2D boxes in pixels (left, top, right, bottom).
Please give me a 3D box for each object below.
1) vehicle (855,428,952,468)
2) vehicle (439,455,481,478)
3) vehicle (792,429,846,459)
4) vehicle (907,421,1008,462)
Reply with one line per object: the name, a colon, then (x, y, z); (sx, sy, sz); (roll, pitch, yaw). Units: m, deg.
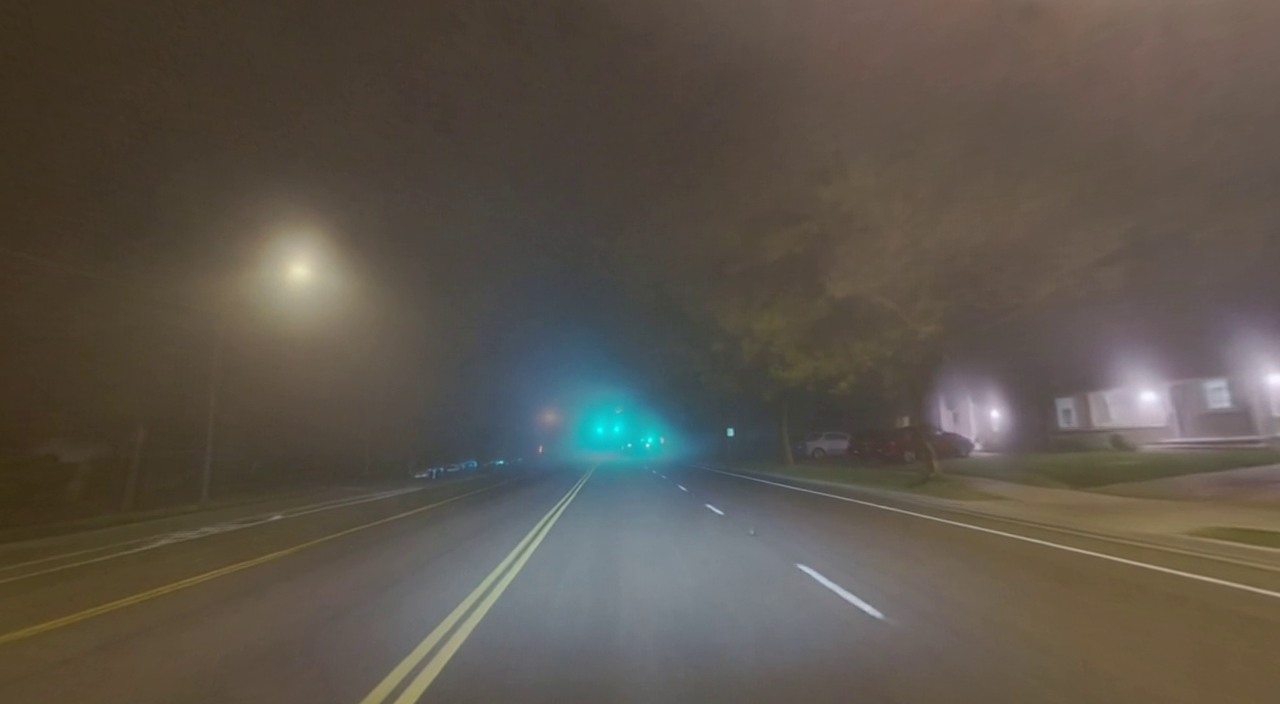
vehicle: (10.492, 3.881, 25.618); (1.847, 1.455, 4.650); (-1, -8, -1)
vehicle: (-12.620, 8.036, 44.582); (1.851, 1.459, 4.295); (-1, -8, -2)
vehicle: (11.089, 5.737, 39.441); (2.044, 1.716, 4.637); (-1, -8, 1)
vehicle: (12.988, 3.718, 26.175); (1.889, 1.499, 4.218); (-1, -8, -1)
